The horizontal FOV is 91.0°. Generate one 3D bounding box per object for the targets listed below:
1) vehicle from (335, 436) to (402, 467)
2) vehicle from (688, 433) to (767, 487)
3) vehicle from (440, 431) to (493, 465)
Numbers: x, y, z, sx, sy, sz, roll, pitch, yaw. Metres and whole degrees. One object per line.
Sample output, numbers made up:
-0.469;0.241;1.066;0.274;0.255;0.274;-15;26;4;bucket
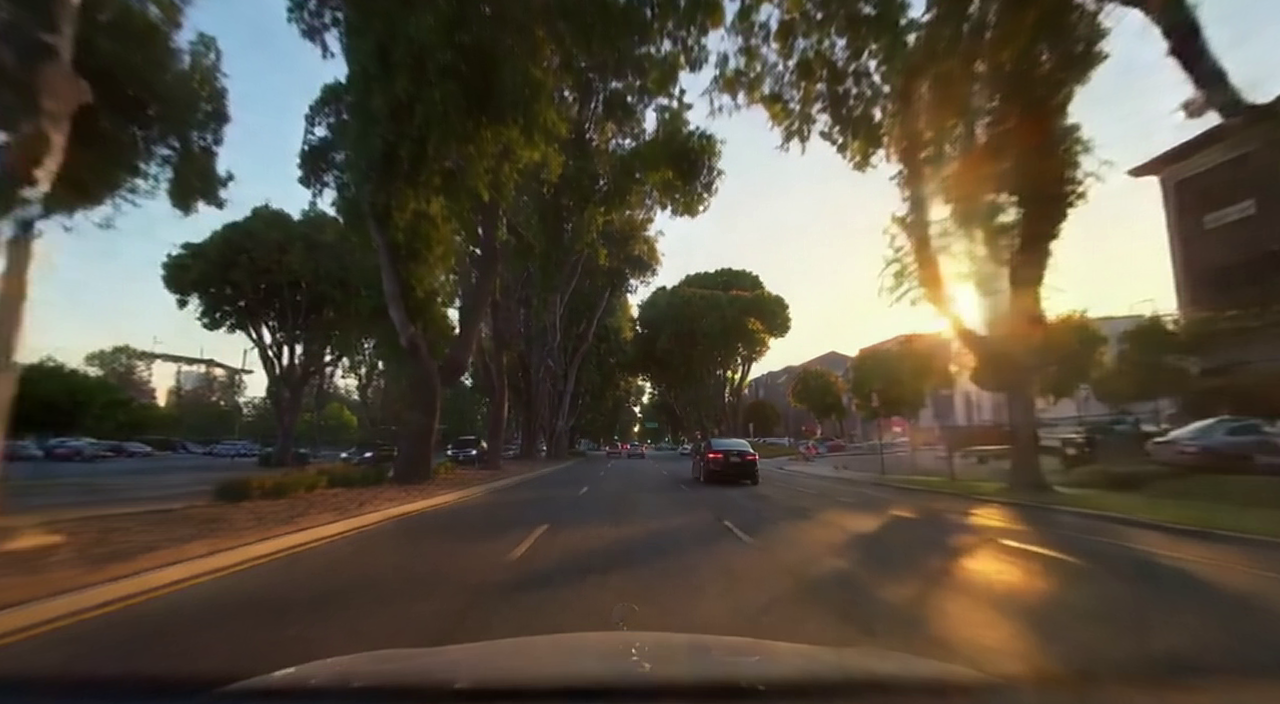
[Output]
-17.827;6.570;41.645;2.094;1.894;5.364;0;-8;-1;vehicle
2.867;3.661;21.578;2.022;1.656;4.025;0;-8;-2;vehicle
-11.308;6.261;41.320;2.074;2.065;4.946;0;-8;-1;vehicle
